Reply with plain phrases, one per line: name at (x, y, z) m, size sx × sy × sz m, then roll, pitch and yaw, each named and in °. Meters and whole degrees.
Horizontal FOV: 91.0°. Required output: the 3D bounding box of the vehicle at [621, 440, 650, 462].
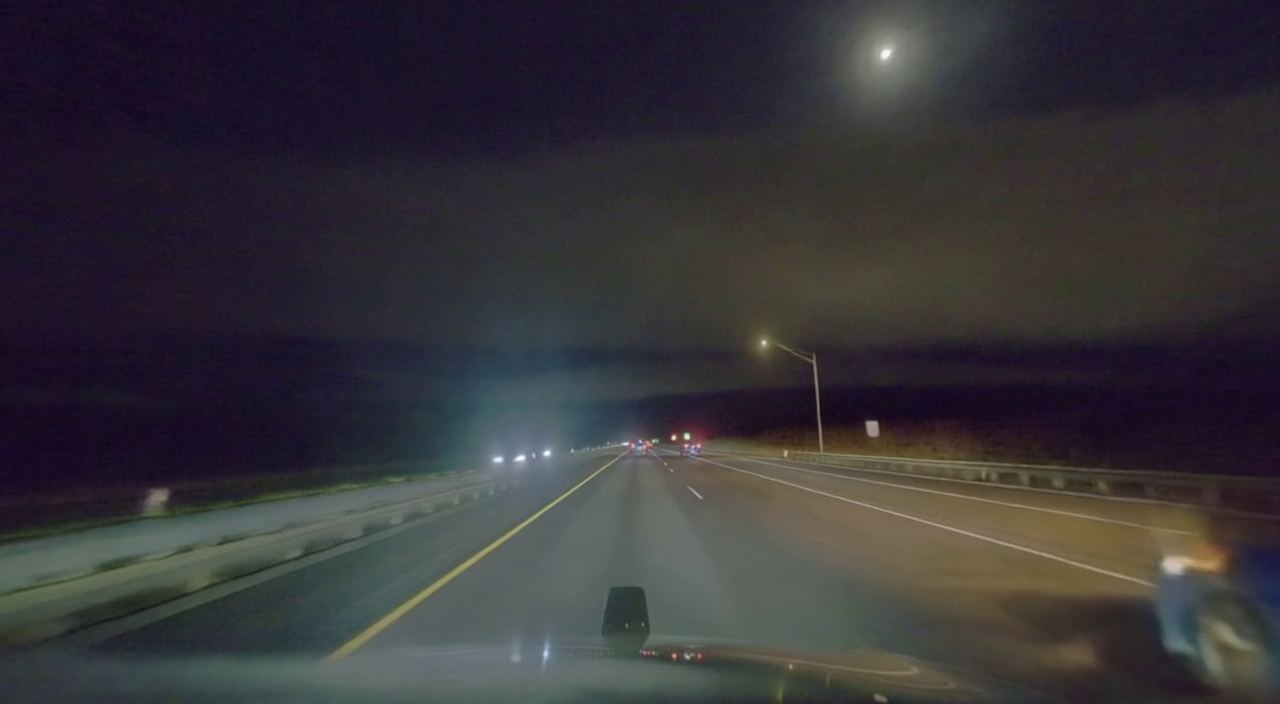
vehicle at (-0.297, 7.225, 46.102) m, size 2.009 × 1.554 × 4.013 m, roll 0°, pitch -8°, yaw 0°

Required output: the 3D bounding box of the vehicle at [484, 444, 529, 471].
vehicle at (-7.800, 6.168, 37.055) m, size 1.776 × 1.494 × 3.837 m, roll 0°, pitch -8°, yaw 1°
